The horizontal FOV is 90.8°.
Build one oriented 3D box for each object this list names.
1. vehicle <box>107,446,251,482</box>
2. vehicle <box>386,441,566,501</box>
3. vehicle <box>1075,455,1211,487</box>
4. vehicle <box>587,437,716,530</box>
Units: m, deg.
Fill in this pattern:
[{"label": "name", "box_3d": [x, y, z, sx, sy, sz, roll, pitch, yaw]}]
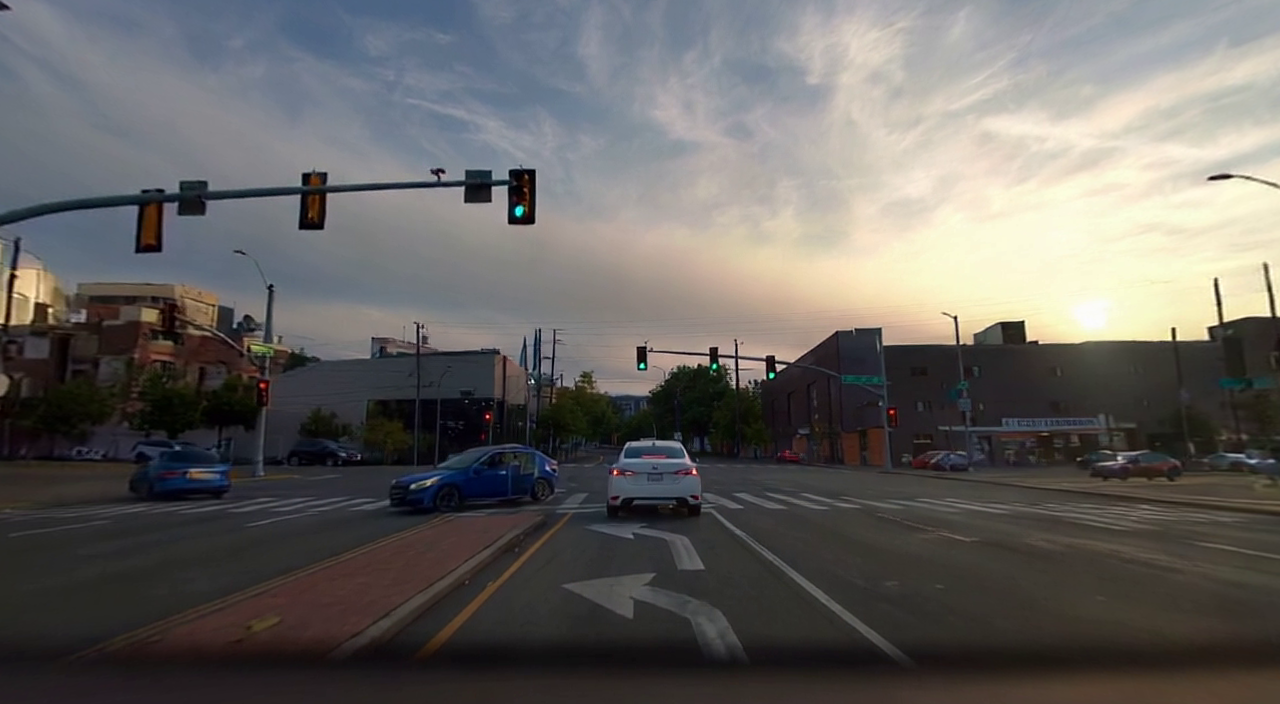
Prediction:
[{"label": "vehicle", "box_3d": [-19.148, 4.651, 26.399, 4.531, 1.434, 1.841, 0, -9, -1]}, {"label": "vehicle", "box_3d": [-4.683, 3.330, 18.077, 4.626, 1.489, 2.213, -4, -10, 26]}, {"label": "vehicle", "box_3d": [23.467, 5.547, 29.606, 4.684, 1.412, 1.995, 0, -9, -2]}, {"label": "vehicle", "box_3d": [0.065, 2.431, 12.298, 2.067, 1.471, 4.241, 1, -9, -4]}]
